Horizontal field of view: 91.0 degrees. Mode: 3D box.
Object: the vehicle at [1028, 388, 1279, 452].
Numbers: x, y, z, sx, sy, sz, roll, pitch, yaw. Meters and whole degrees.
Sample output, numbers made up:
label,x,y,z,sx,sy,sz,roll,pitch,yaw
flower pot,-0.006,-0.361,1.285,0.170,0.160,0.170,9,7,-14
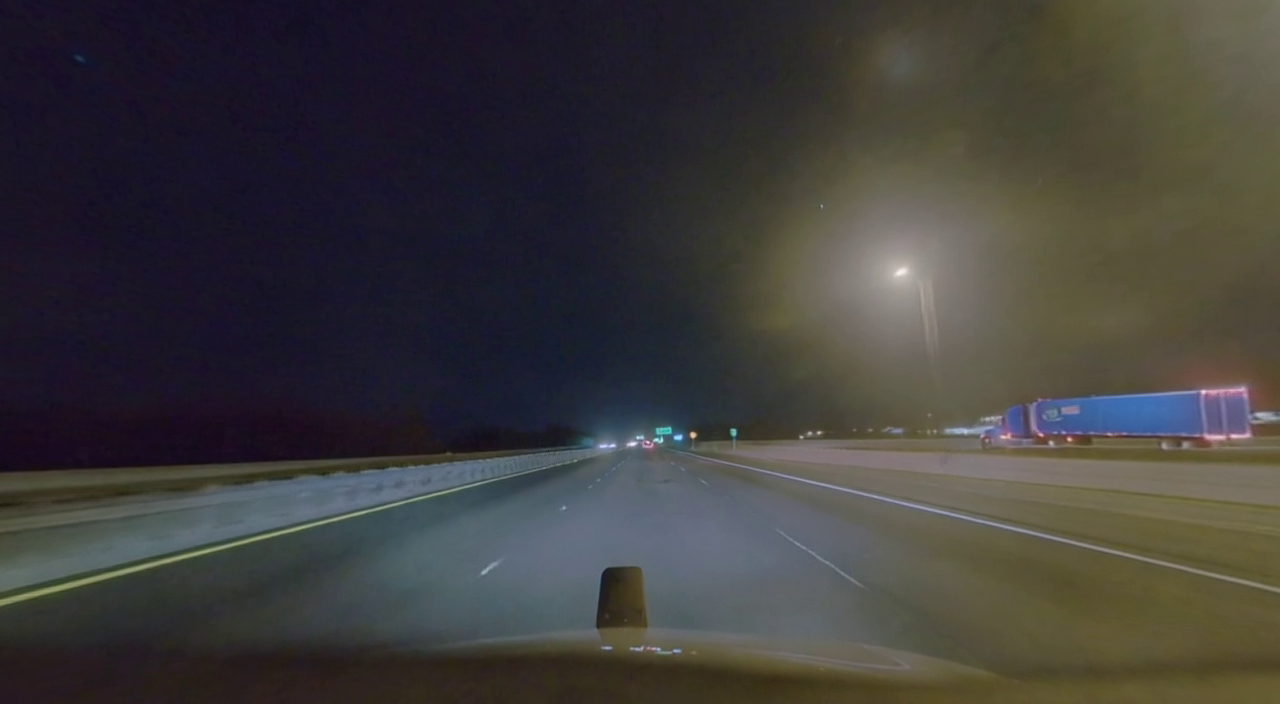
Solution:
label,x,y,z,sx,sy,sz,roll,pitch,yaw
vehicle,36.872,5.170,45.757,2.836,4.027,14.280,8,-11,-43
